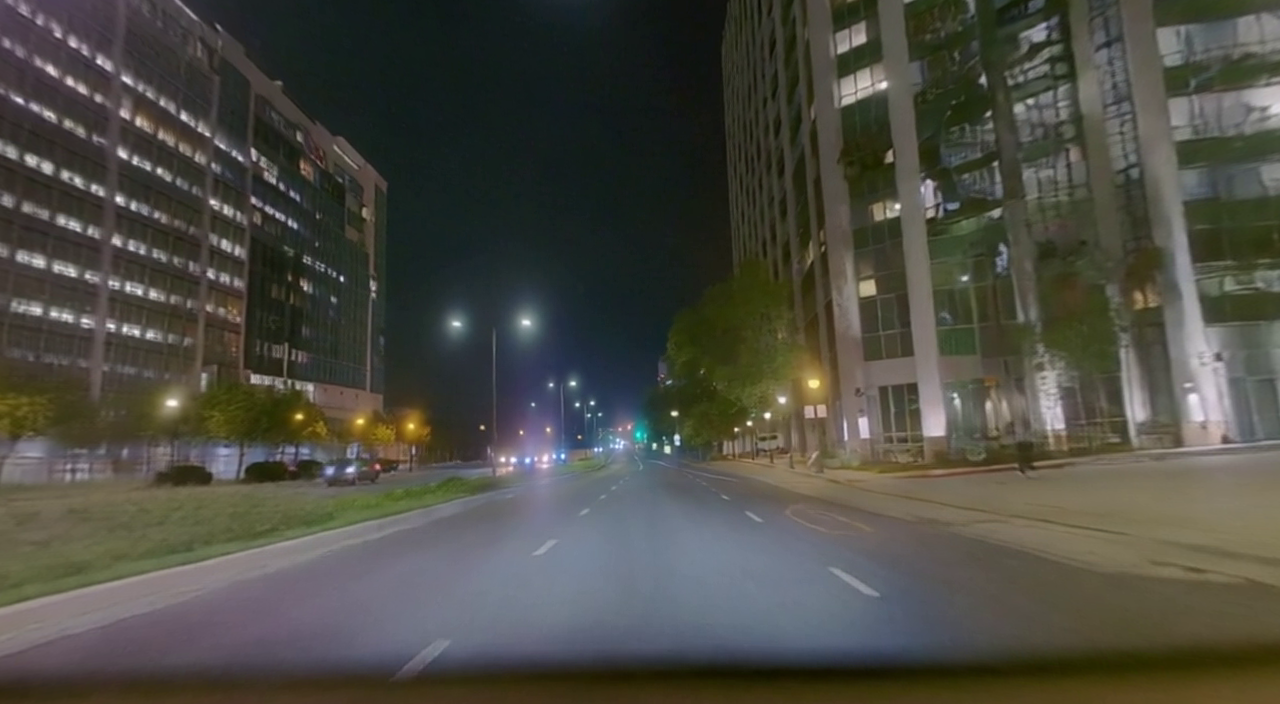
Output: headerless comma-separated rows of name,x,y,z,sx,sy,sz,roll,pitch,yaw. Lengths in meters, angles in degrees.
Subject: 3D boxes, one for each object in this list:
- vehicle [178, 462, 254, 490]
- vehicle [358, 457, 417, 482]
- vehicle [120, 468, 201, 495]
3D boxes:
vehicle,-31.091,9.067,46.381,2.073,1.772,4.793,-1,-8,3
vehicle,-17.120,7.974,42.962,1.878,1.492,4.648,-1,-8,4
vehicle,-31.129,8.406,41.095,1.799,1.473,4.490,0,-8,-1
